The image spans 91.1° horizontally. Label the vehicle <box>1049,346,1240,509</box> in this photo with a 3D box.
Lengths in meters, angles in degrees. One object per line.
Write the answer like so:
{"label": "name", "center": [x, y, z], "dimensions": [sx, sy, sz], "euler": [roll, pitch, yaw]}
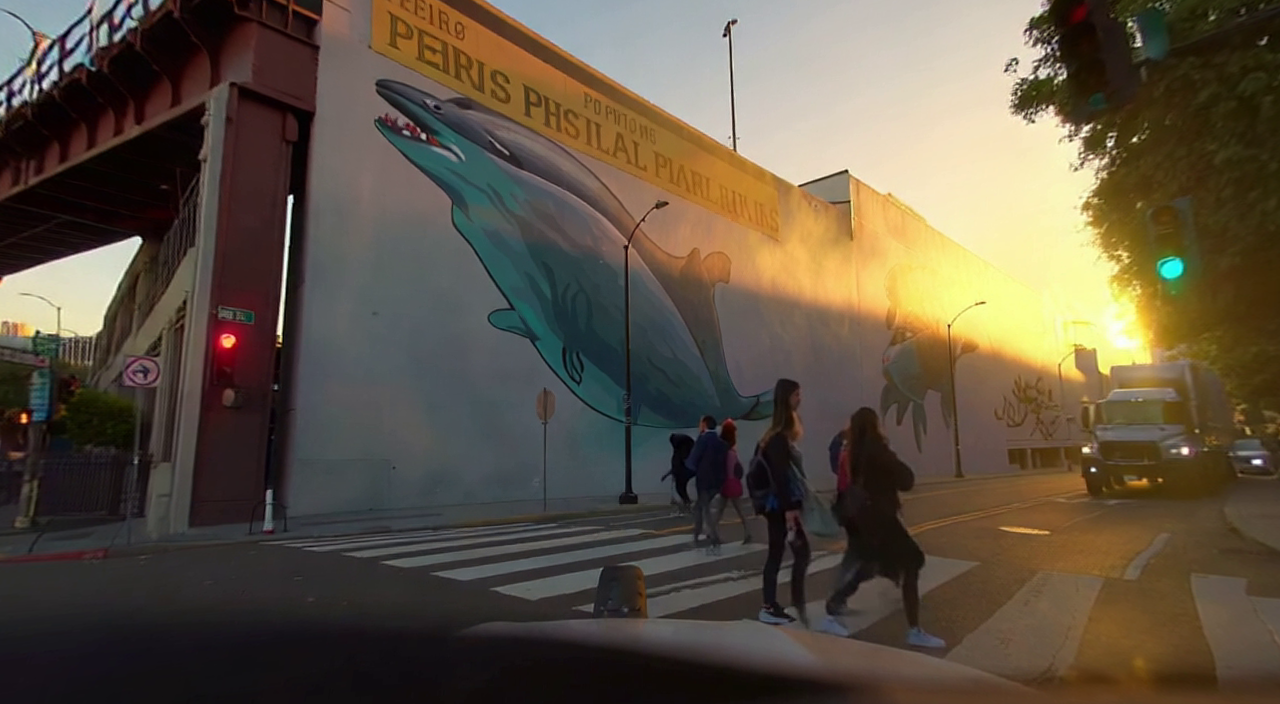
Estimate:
{"label": "vehicle", "center": [15.748, 2.381, 19.243], "dimensions": [9.347, 3.893, 2.849], "euler": [7, -11, -42]}

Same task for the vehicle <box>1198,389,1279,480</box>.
{"label": "vehicle", "center": [32.694, 4.432, 33.408], "dimensions": [12.015, 4.103, 2.920], "euler": [8, -11, -43]}
